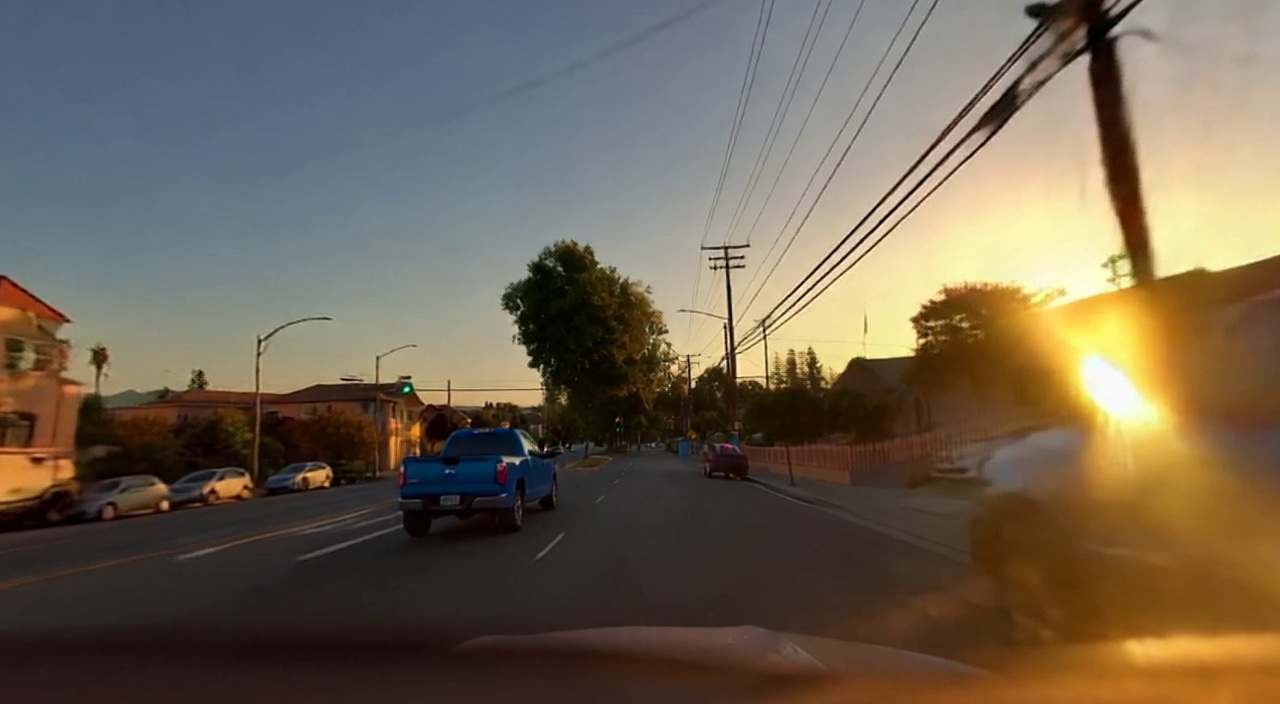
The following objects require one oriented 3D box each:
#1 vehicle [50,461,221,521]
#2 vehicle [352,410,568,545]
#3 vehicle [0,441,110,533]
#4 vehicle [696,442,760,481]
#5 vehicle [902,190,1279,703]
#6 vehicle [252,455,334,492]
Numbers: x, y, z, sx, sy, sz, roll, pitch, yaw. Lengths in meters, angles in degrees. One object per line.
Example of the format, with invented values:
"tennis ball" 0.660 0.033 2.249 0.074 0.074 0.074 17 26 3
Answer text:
"vehicle" -15.625 4.286 19.870 2.026 1.617 3.933 0 -9 1
"vehicle" -2.868 2.183 11.658 2.242 1.890 5.306 0 -9 2
"vehicle" -19.312 3.918 18.435 2.159 2.586 5.899 0 -9 3
"vehicle" 3.590 4.540 26.419 2.012 1.491 4.333 0 -9 -1
"vehicle" 3.036 0.435 1.069 2.415 2.004 6.589 0 -9 1
"vehicle" -18.474 6.444 33.792 1.954 1.785 4.136 0 -9 1
